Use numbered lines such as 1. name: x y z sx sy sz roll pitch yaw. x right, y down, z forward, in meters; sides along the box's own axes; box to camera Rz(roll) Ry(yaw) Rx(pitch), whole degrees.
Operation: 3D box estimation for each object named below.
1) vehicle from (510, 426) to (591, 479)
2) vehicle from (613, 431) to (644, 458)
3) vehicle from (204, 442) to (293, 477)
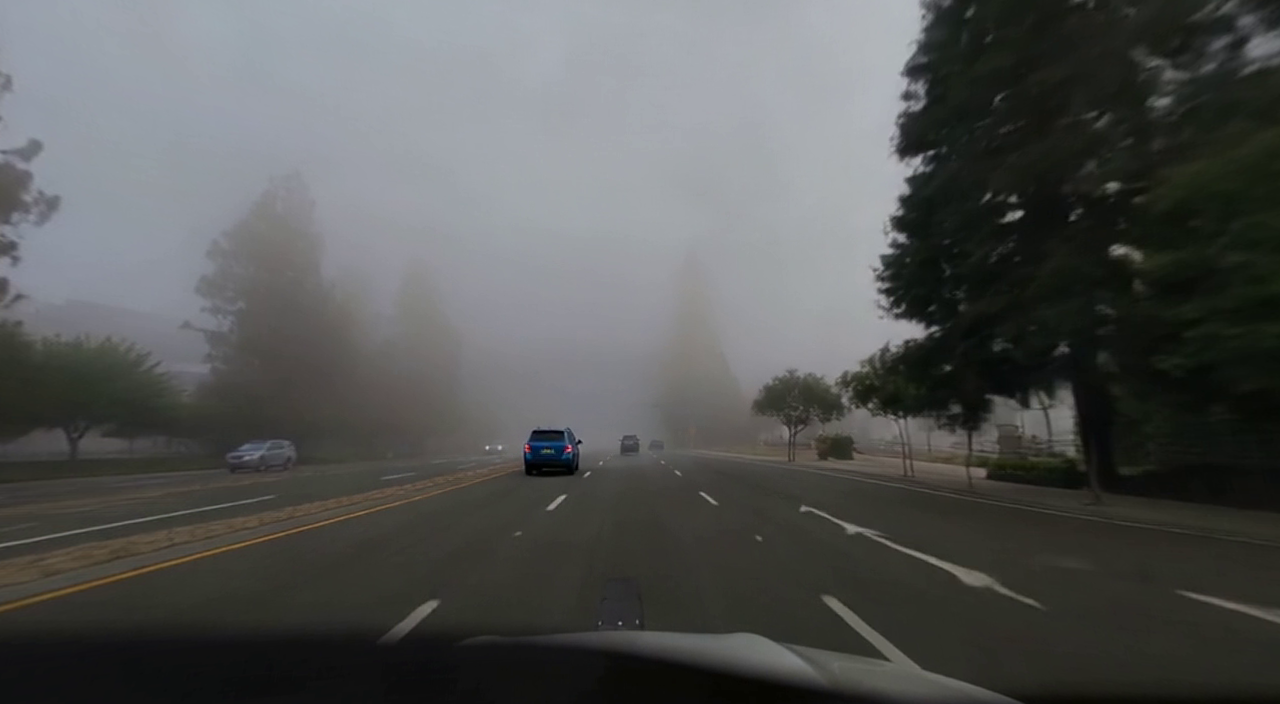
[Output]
1. vehicle: -3.059 3.567 22.560 2.174 1.703 4.231 0 -9 2
2. vehicle: -0.847 6.576 44.871 2.077 1.773 4.257 0 -9 -1
3. vehicle: -19.782 5.428 32.160 1.902 1.625 4.095 0 -9 0
